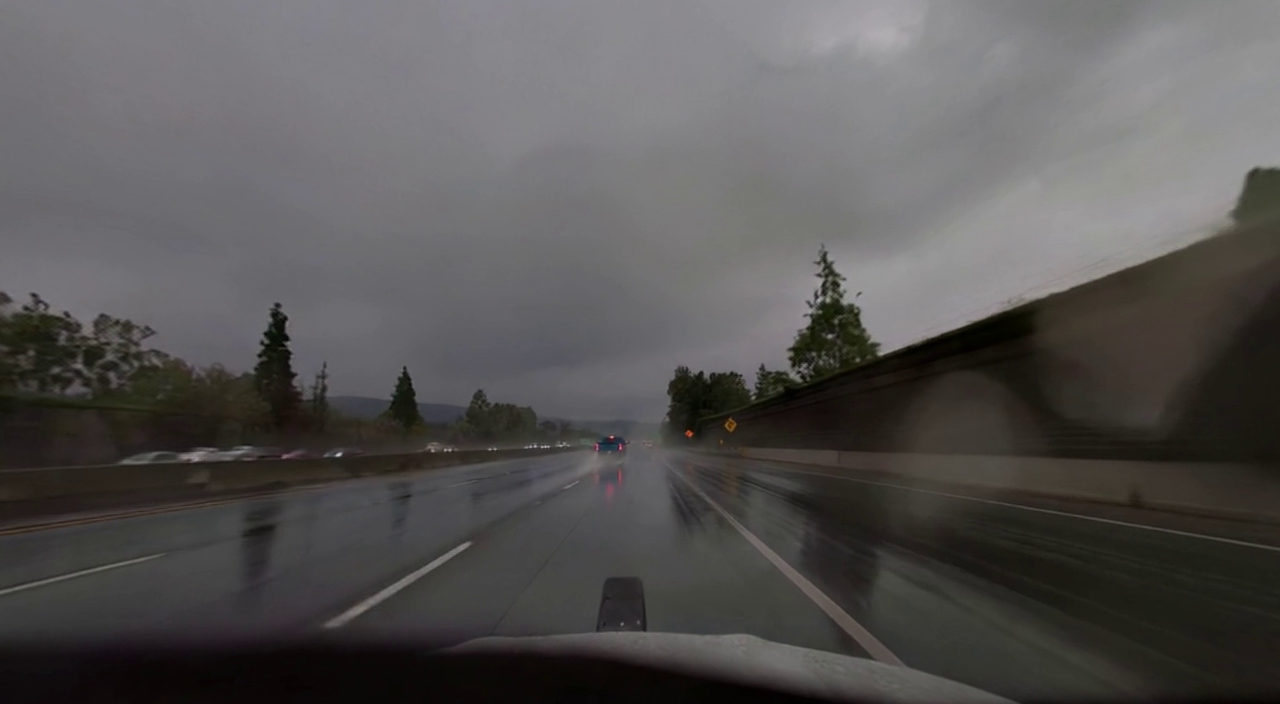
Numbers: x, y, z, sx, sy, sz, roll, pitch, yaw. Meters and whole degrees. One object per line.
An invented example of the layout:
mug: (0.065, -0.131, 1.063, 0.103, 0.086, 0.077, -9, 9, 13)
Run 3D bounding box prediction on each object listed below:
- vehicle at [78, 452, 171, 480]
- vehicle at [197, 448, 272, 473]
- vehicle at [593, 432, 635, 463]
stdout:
vehicle: (-29.558, 6.508, 36.311, 1.781, 1.432, 4.227, 0, -8, 0)
vehicle: (-25.568, 6.830, 39.919, 1.839, 1.458, 4.174, 0, -8, 1)
vehicle: (-1.826, 7.079, 46.881, 2.604, 2.170, 6.271, 0, -8, 2)
